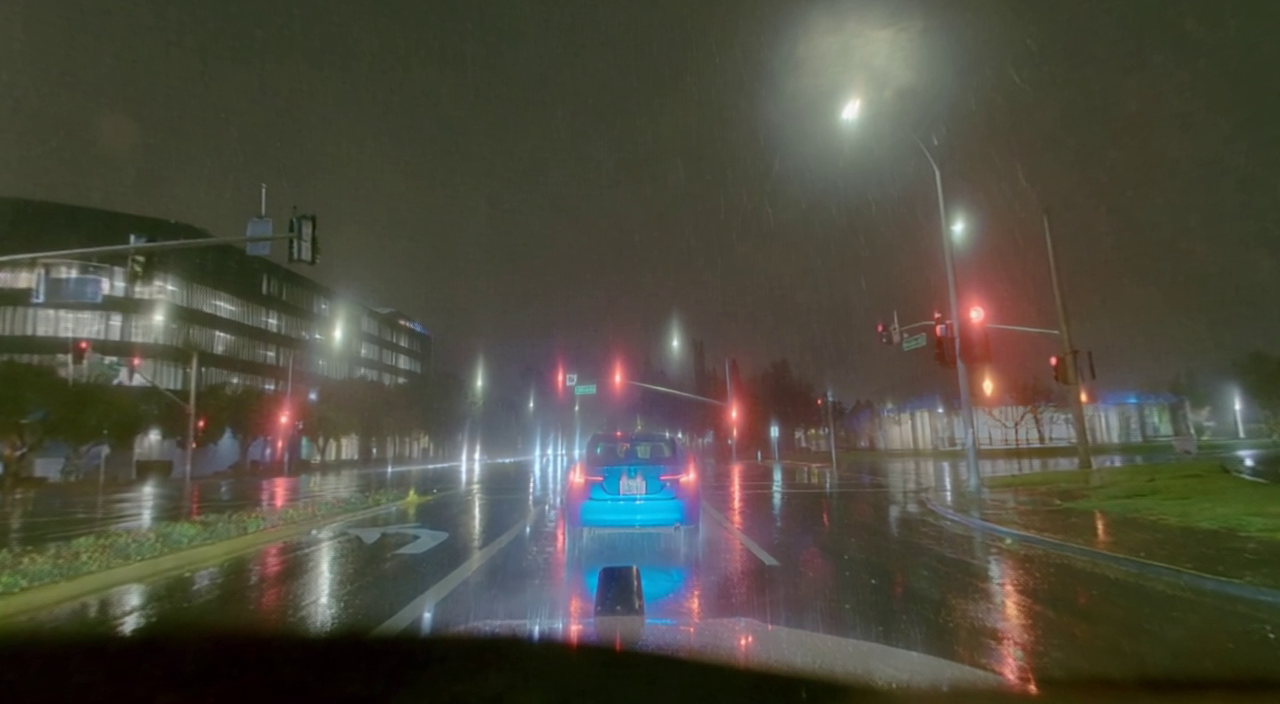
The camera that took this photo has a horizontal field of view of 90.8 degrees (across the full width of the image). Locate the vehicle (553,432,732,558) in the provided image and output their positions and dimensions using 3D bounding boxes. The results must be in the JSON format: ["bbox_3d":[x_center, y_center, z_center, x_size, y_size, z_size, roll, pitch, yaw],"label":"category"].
[{"bbox_3d":[0.001,1.993,9.508,2.107,1.470,3.974,0,-9,-1],"label":"vehicle"}]
